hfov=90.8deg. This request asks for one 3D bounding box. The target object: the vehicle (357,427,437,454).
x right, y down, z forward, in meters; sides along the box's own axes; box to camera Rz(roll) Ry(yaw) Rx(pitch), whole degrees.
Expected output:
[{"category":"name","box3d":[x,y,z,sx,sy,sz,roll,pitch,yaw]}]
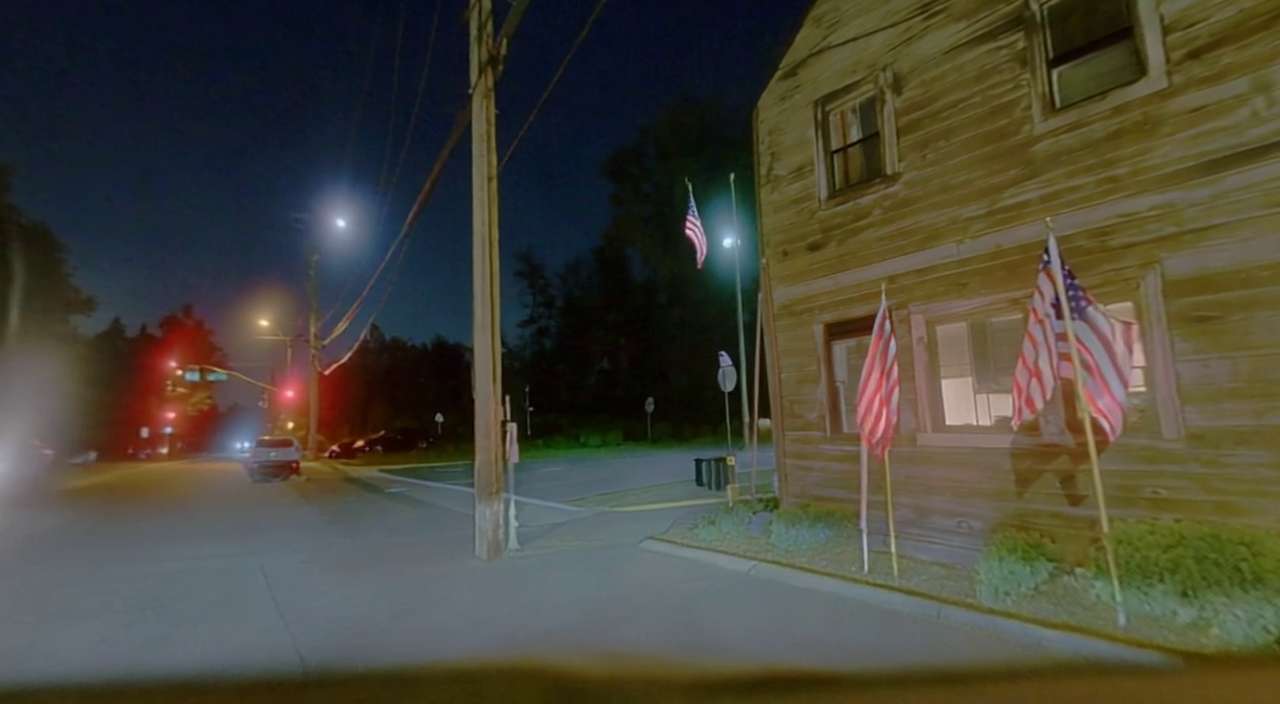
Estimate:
[{"category":"vehicle","box3d":[-16.630,6.068,43.311,4.767,1.735,1.920,5,-10,-31]}]

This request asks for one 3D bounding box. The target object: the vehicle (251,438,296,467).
[{"category":"vehicle","box3d":[-20.187,5.520,34.833,1.941,1.460,4.206,5,-10,-30]}]
